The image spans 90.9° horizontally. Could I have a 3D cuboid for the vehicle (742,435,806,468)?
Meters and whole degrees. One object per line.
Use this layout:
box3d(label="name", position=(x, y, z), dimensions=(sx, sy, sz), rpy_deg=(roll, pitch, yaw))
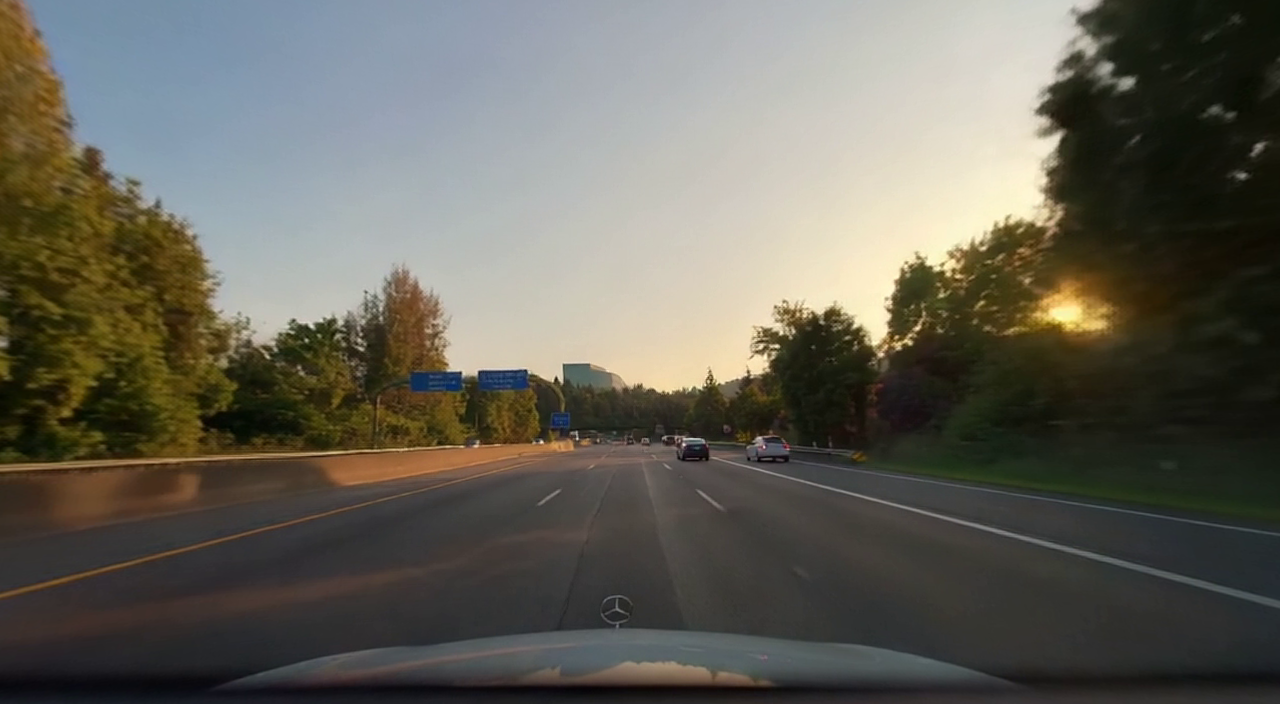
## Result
box3d(label="vehicle", position=(6.613, 4.920, 31.624), dimensions=(2.003, 1.522, 4.940), rpy_deg=(0, -8, -2))

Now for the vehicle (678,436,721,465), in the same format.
box3d(label="vehicle", position=(3.140, 5.250, 33.972), dimensions=(1.819, 1.468, 3.770), rpy_deg=(0, -8, -2))

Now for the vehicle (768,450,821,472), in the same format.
box3d(label="vehicle", position=(6.751, 4.766, 27.729), dimensions=(1.535, 0.862, 2.814), rpy_deg=(0, -8, -2))
